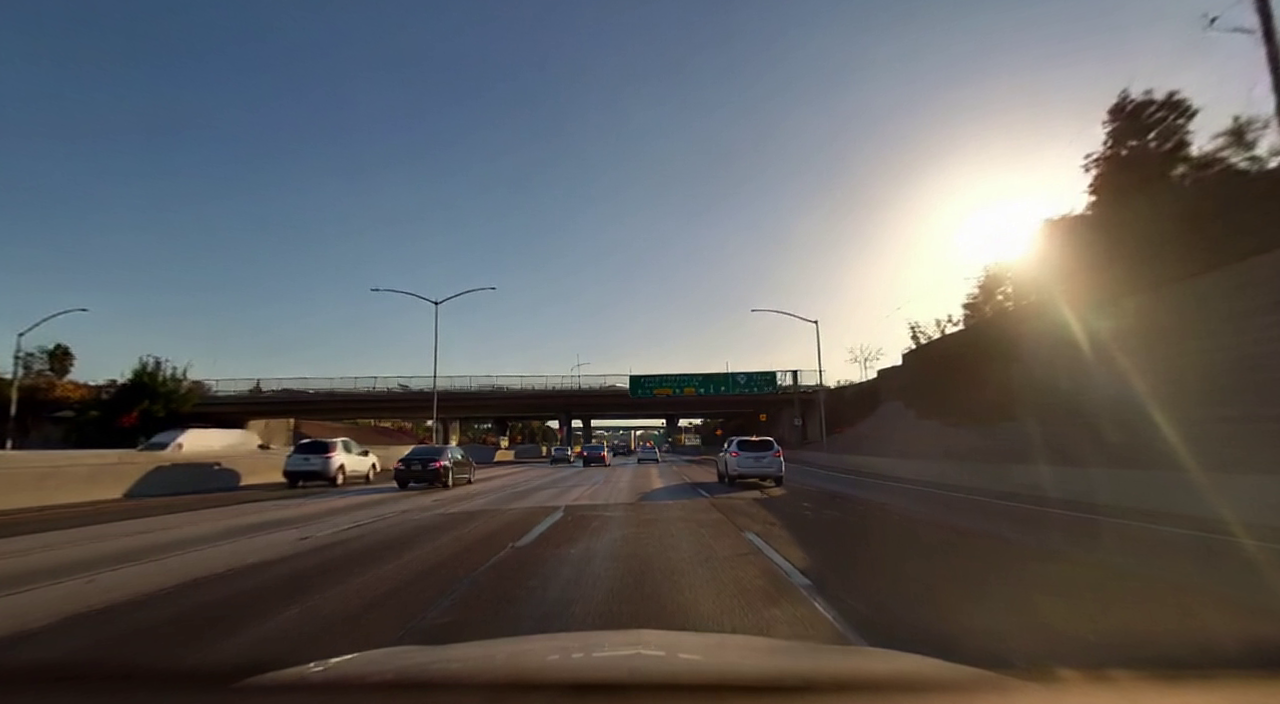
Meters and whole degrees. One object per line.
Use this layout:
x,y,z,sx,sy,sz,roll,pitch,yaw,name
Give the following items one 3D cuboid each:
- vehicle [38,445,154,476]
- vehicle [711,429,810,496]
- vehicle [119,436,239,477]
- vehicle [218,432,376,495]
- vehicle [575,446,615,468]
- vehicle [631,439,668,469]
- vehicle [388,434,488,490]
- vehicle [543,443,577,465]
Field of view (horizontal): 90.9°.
-29.769,5.914,34.750,2.100,1.589,4.861,0,-8,-1,vehicle
3.575,3.378,19.666,2.083,1.823,4.627,0,-8,-1,vehicle
-22.327,5.060,30.864,2.065,1.793,5.041,0,-8,0,vehicle
-11.203,3.667,21.227,2.292,1.848,5.285,0,-8,0,vehicle
-2.927,6.958,41.993,2.205,1.406,4.286,0,-8,2,vehicle
0.585,6.187,38.439,2.133,1.739,3.925,0,-8,1,vehicle
-6.637,3.641,21.181,1.946,1.688,4.019,0,-8,1,vehicle
-6.032,7.784,48.235,1.992,1.604,3.966,0,-8,1,vehicle
